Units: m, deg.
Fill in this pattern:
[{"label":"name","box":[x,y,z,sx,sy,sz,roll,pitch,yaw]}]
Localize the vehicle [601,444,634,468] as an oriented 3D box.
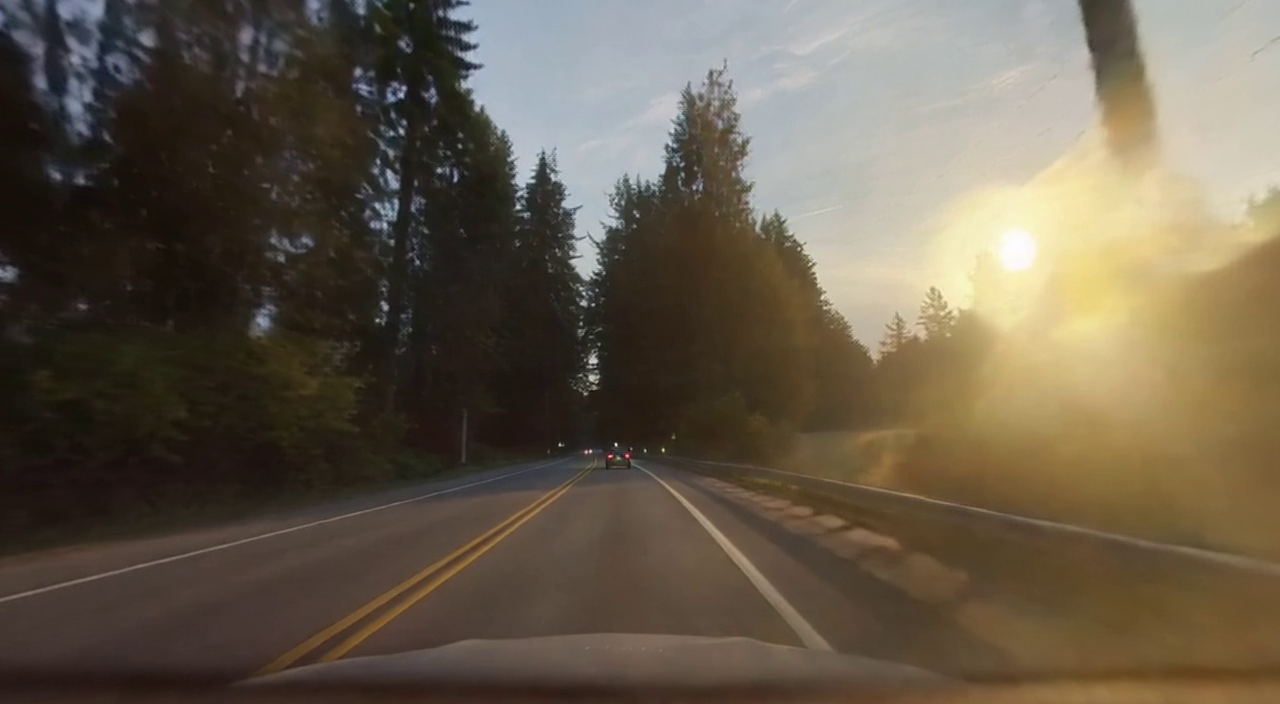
[{"label":"vehicle","box":[-1.491,6.881,41.836,2.042,1.489,3.963,0,-8,-2]}]
